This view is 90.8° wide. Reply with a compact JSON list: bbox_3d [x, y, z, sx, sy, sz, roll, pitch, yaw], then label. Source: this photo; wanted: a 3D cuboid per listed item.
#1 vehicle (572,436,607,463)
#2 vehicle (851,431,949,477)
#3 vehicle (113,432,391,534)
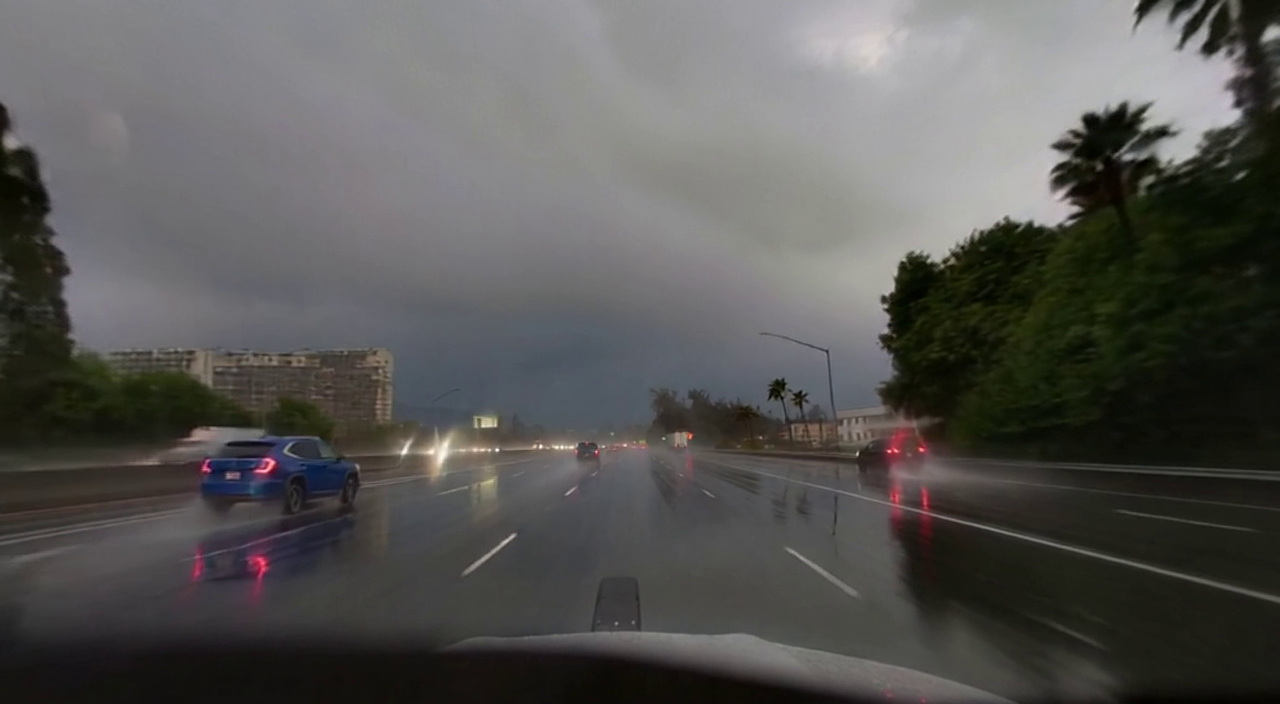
[{"bbox_3d":[-3.752,7.353,47.703,2.225,1.967,4.673,0,-9,0],"label":"vehicle"},{"bbox_3d":[11.090,4.402,27.338,2.168,1.792,4.457,0,-9,-2],"label":"vehicle"},{"bbox_3d":[-6.675,2.304,11.786,2.018,1.480,4.999,0,-9,0],"label":"vehicle"}]
